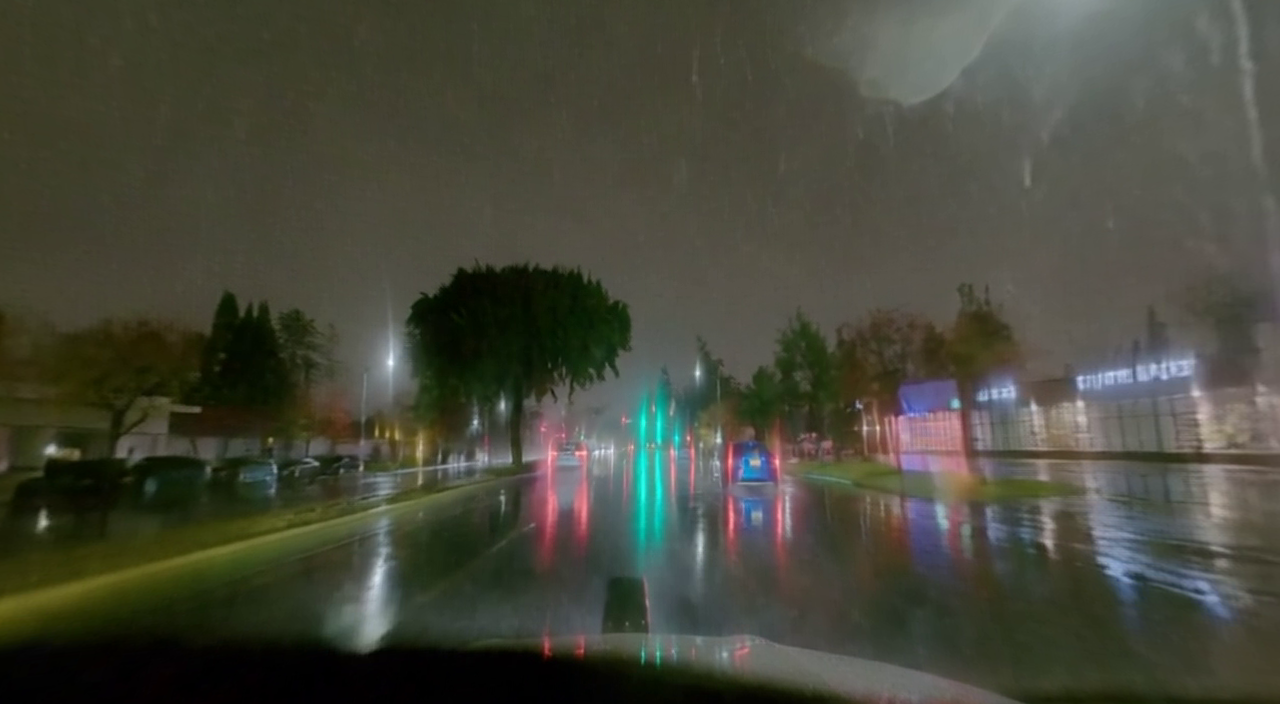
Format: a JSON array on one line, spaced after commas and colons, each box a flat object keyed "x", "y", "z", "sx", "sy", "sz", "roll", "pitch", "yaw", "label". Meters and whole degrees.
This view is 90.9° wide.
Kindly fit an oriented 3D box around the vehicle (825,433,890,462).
[{"x": 16.832, "y": 7.401, "z": 49.109, "sx": 2.160, "sy": 2.093, "sz": 5.795, "roll": 1, "pitch": -9, "yaw": -10, "label": "vehicle"}]

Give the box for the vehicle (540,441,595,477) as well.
[{"x": -3.433, "y": 5.127, "z": 30.484, "sx": 2.113, "sy": 1.626, "sz": 4.129, "roll": 0, "pitch": -8, "yaw": 1, "label": "vehicle"}]

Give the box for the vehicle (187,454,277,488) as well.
[{"x": -22.379, "y": 6.517, "z": 34.806, "sx": 1.794, "sy": 1.664, "sz": 4.582, "roll": 0, "pitch": -8, "yaw": 1, "label": "vehicle"}]

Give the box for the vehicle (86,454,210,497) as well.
[{"x": -22.515, "y": 5.637, "z": 29.138, "sx": 1.918, "sy": 1.698, "sz": 4.581, "roll": -1, "pitch": -8, "yaw": 1, "label": "vehicle"}]

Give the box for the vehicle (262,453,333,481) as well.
[{"x": -22.257, "y": 7.469, "z": 41.182, "sx": 1.887, "sy": 1.669, "sz": 4.753, "roll": 0, "pitch": -8, "yaw": 1, "label": "vehicle"}]

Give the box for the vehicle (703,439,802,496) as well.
[{"x": 3.166, "y": 3.358, "z": 18.769, "sx": 2.083, "sy": 1.474, "sz": 4.360, "roll": 0, "pitch": -8, "yaw": -1, "label": "vehicle"}]

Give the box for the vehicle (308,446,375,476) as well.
[{"x": -22.270, "y": 8.114, "z": 47.341, "sx": 2.255, "sy": 2.117, "sz": 5.319, "roll": -1, "pitch": -8, "yaw": 2, "label": "vehicle"}]
